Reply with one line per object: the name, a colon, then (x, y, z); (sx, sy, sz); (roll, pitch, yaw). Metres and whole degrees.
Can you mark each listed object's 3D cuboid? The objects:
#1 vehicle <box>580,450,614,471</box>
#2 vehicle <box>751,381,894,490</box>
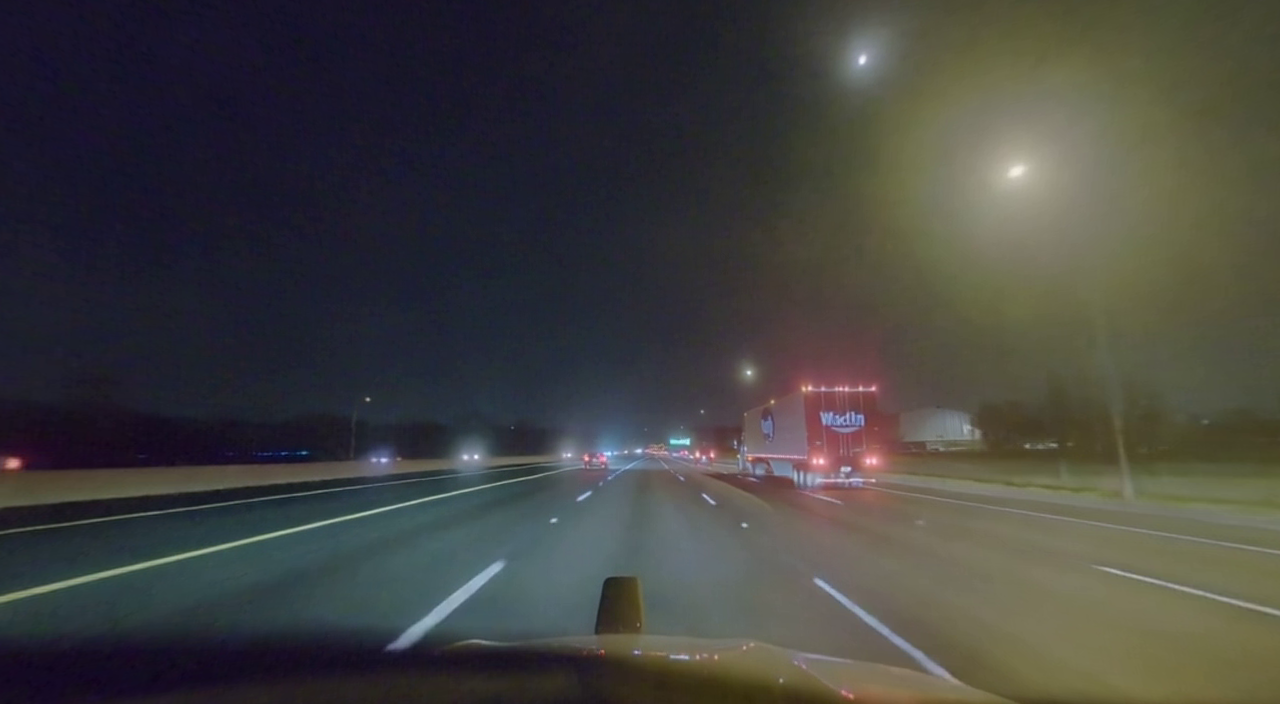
vehicle: (-3.190, 8.139, 47.515); (2.164, 1.507, 4.748); (0, -9, 1)
vehicle: (8.334, 4.338, 31.832); (2.912, 4.143, 15.538); (0, -9, 1)
